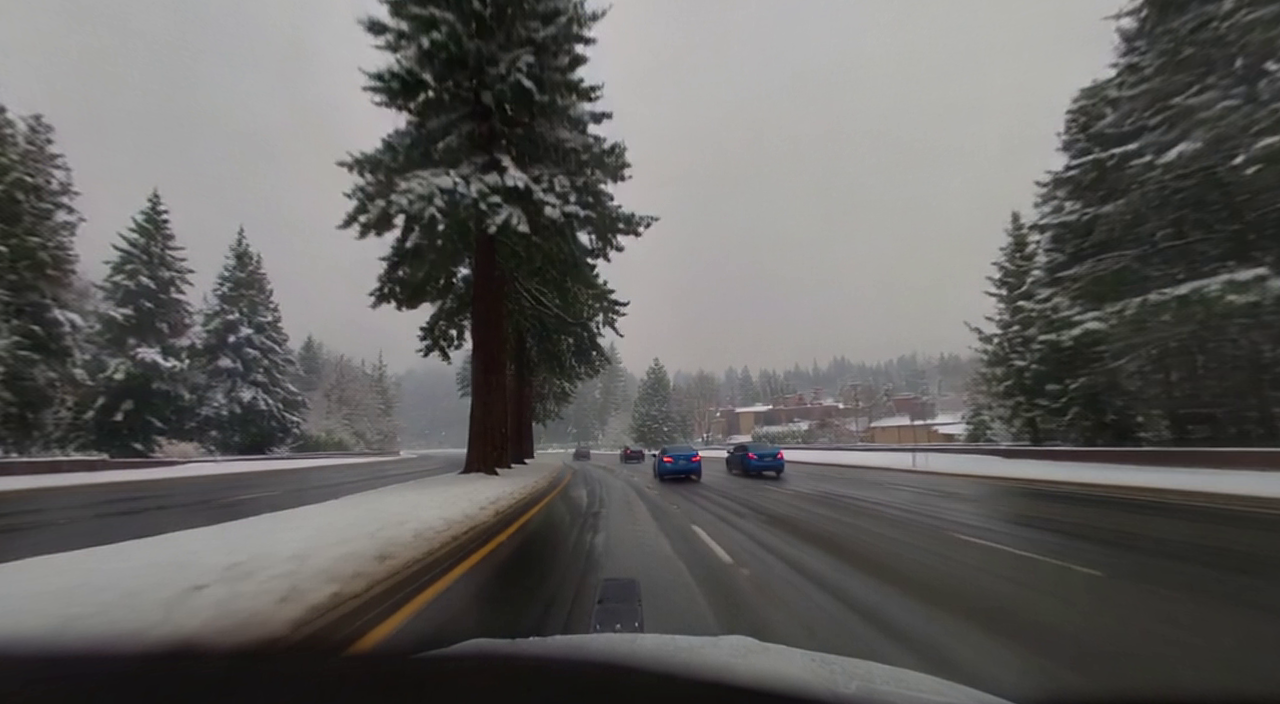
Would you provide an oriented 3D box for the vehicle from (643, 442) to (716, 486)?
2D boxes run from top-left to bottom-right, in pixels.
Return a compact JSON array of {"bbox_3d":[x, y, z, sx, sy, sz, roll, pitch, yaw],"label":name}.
[{"bbox_3d":[1.376,4.132,23.646,2.077,1.464,4.134,0,-9,-6],"label":"vehicle"}]

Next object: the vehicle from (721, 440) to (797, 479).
[{"bbox_3d":[4.866,4.459,26.385,1.901,1.474,4.363,0,-9,-6],"label":"vehicle"}]
